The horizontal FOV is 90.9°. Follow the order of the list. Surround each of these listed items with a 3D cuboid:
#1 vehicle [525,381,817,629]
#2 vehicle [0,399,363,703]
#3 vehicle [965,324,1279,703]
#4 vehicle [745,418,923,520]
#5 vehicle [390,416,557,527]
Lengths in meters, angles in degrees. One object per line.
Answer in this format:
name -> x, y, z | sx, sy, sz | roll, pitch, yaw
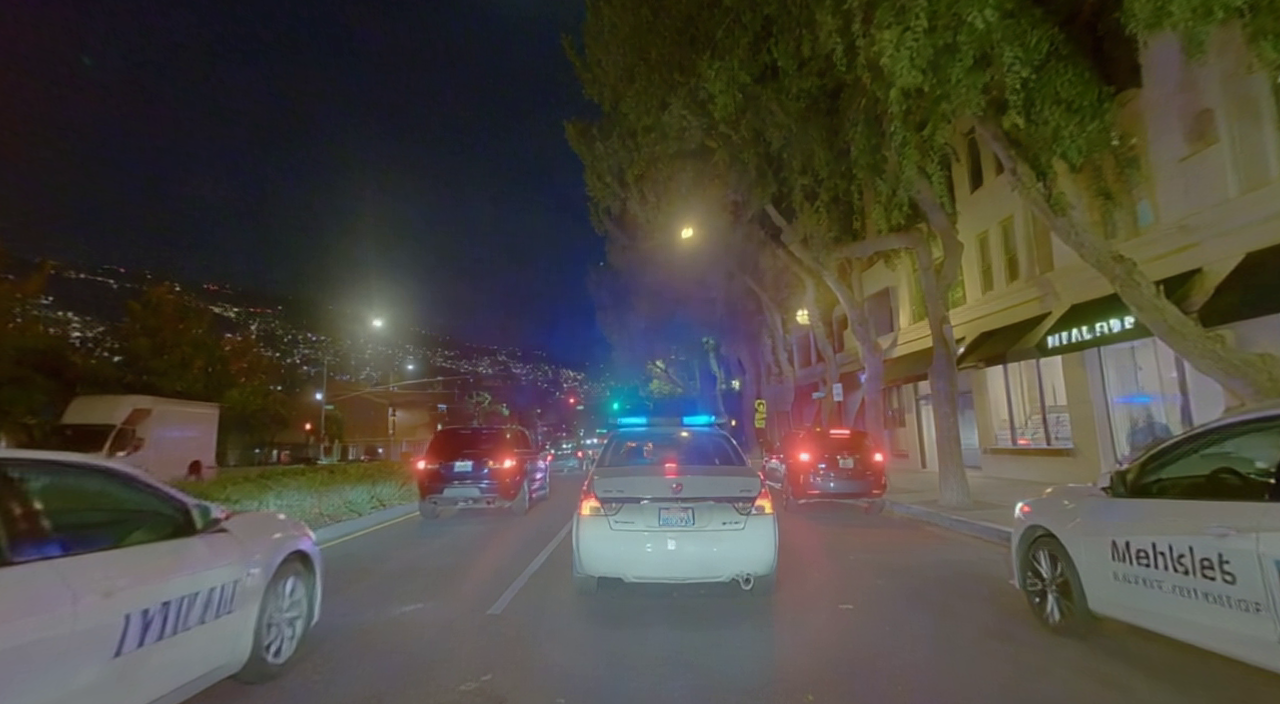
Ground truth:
vehicle -> 0.201, 1.388, 6.592 | 2.075, 1.770, 4.018 | 0, -8, -1
vehicle -> -2.935, 0.946, 2.333 | 1.908, 1.474, 4.257 | 0, -8, -1
vehicle -> 3.988, 0.904, 3.232 | 1.987, 1.877, 5.330 | 3, -8, 2
vehicle -> 4.056, 2.584, 14.535 | 2.038, 1.865, 5.786 | 0, -8, -2
vehicle -> -3.020, 2.292, 12.619 | 2.135, 1.806, 4.514 | 0, -8, -1
